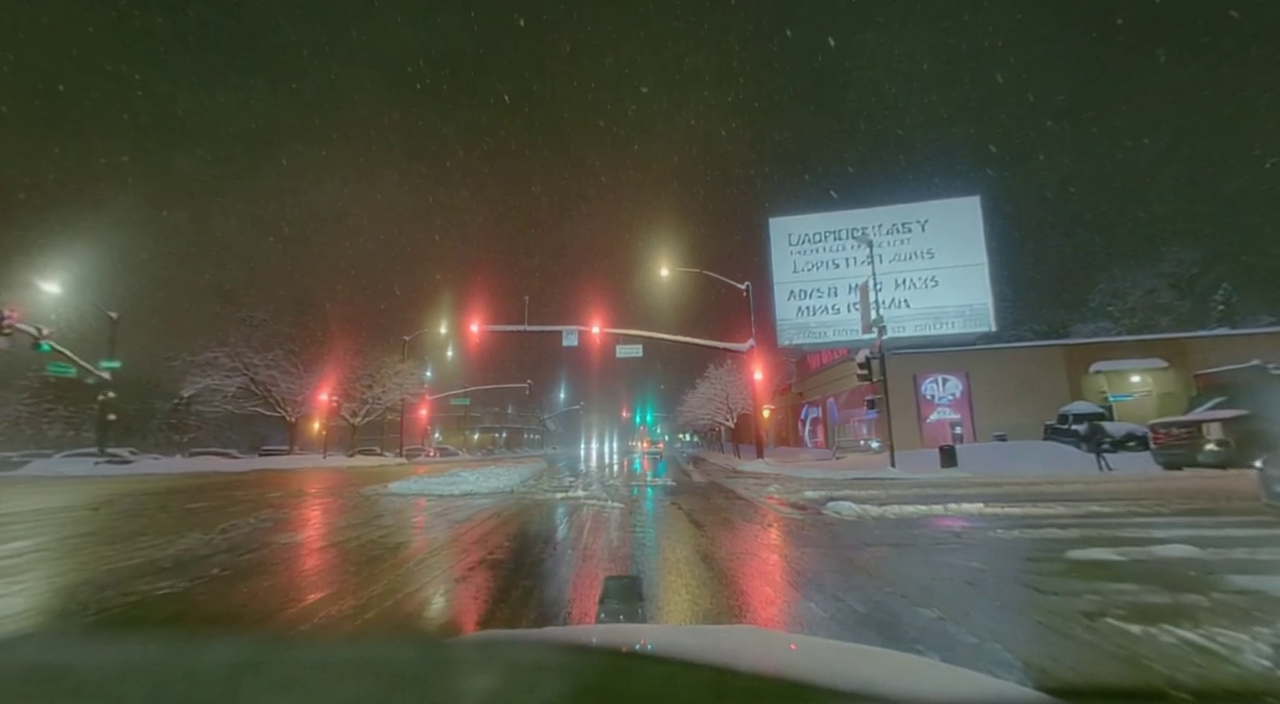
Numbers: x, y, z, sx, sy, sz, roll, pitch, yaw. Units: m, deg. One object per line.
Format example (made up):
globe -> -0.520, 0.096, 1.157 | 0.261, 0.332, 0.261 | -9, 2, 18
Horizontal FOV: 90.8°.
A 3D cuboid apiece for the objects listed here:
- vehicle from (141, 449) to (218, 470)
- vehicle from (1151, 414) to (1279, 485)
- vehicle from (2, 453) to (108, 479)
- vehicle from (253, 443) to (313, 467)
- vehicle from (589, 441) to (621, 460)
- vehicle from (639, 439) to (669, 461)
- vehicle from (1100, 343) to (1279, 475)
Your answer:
vehicle -> -35.979, 8.366, 49.467 | 1.802, 1.549, 4.439 | -4, -9, 26
vehicle -> 15.219, 2.276, 14.768 | 4.517, 1.541, 2.051 | -2, -9, 11
vehicle -> -37.421, 7.266, 40.513 | 1.826, 1.432, 4.530 | -5, -10, 30
vehicle -> -28.076, 8.083, 49.807 | 1.643, 1.755, 3.666 | -5, -9, 34
vehicle -> -2.653, 7.595, 48.707 | 1.962, 1.420, 4.021 | -1, -8, 4
vehicle -> 1.072, 7.432, 48.026 | 2.168, 1.545, 4.047 | 0, -8, 1
vehicle -> 20.497, 1.557, 17.032 | 12.622, 3.392, 3.039 | -2, -9, 13
